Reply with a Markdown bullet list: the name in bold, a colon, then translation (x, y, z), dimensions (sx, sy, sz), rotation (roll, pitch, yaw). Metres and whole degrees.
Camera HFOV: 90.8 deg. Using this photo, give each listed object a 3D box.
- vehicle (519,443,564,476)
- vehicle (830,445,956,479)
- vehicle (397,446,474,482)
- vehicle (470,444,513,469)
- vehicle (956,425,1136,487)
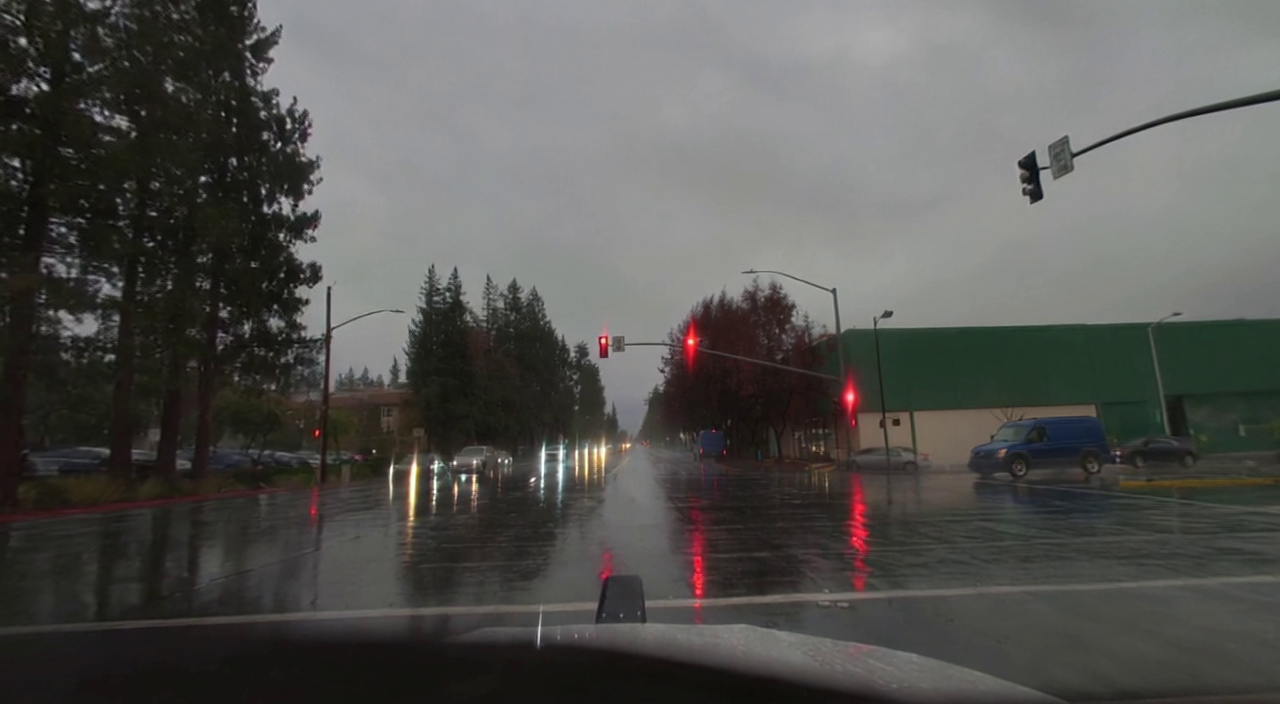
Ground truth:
- **vehicle**: translation (-4.497, 4.971, 29.481), dimensions (1.846, 1.416, 4.228), rotation (1, -9, -6)
- **vehicle**: translation (11.251, 4.915, 28.364), dimensions (4.828, 1.453, 1.919), rotation (-1, -9, 6)
- **vehicle**: translation (-8.996, 4.944, 28.242), dimensions (2.024, 1.460, 4.381), rotation (0, -9, 0)
- **vehicle**: translation (-9.017, 6.384, 38.738), dimensions (1.779, 1.460, 4.463), rotation (0, -9, -3)
- **vehicle**: translation (14.830, 3.766, 23.127), dimensions (5.910, 2.046, 2.228), rotation (3, -9, -19)
